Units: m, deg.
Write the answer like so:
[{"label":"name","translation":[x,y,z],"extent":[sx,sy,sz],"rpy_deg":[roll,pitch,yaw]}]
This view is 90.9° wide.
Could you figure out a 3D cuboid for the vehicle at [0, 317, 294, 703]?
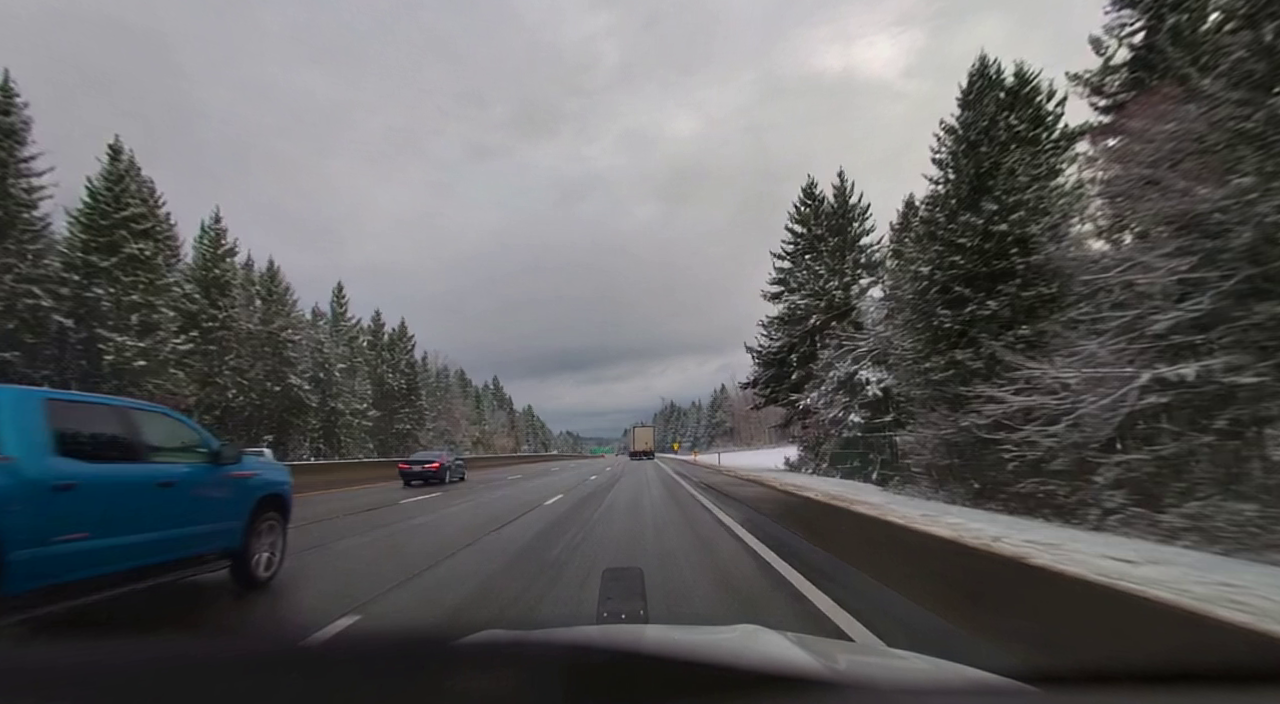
[{"label":"vehicle","translation":[-4.127,0.765,2.841],"extent":[2.124,1.888,5.226],"rpy_deg":[0,-9,0]}]

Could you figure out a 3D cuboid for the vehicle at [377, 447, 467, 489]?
[{"label":"vehicle","translation":[-8.257,4.419,24.327],"extent":[1.877,1.433,4.266],"rpy_deg":[-1,-9,1]}]
